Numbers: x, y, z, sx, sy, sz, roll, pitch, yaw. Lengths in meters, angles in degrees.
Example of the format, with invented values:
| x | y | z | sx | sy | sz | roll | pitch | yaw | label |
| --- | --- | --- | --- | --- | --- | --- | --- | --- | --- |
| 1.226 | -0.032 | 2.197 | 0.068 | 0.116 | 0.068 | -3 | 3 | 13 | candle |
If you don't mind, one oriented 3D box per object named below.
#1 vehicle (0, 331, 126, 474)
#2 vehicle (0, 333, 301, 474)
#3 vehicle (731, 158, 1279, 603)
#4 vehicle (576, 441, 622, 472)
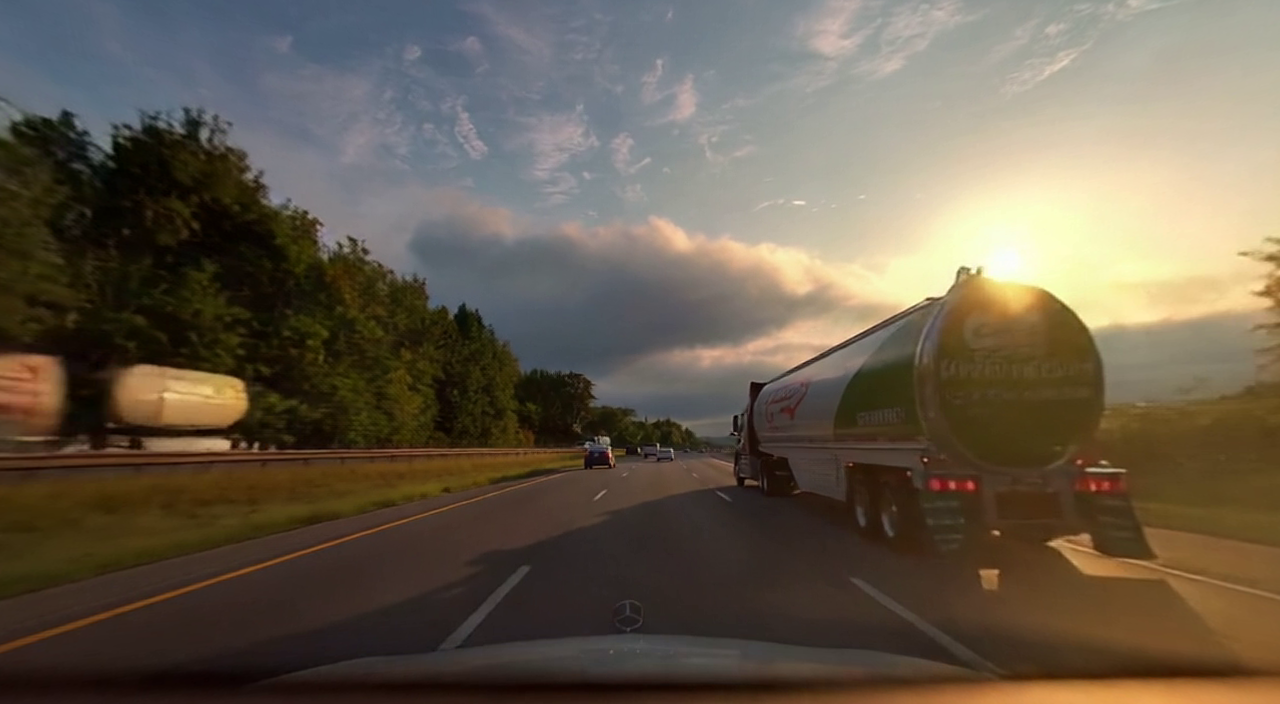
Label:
| x | y | z | sx | sy | sz | roll | pitch | yaw | label |
| --- | --- | --- | --- | --- | --- | --- | --- | --- | --- |
| -19.581 | 1.599 | 18.835 | 2.971 | 4.003 | 6.027 | 0 | -9 | 1 | vehicle |
| -19.353 | 2.583 | 25.419 | 2.914 | 4.061 | 14.588 | 0 | -9 | 2 | vehicle |
| 4.426 | 1.210 | 12.517 | 3.057 | 3.993 | 13.914 | 0 | -9 | 0 | vehicle |
| -2.357 | 6.166 | 37.351 | 2.205 | 1.728 | 4.397 | -1 | -9 | 3 | vehicle |
